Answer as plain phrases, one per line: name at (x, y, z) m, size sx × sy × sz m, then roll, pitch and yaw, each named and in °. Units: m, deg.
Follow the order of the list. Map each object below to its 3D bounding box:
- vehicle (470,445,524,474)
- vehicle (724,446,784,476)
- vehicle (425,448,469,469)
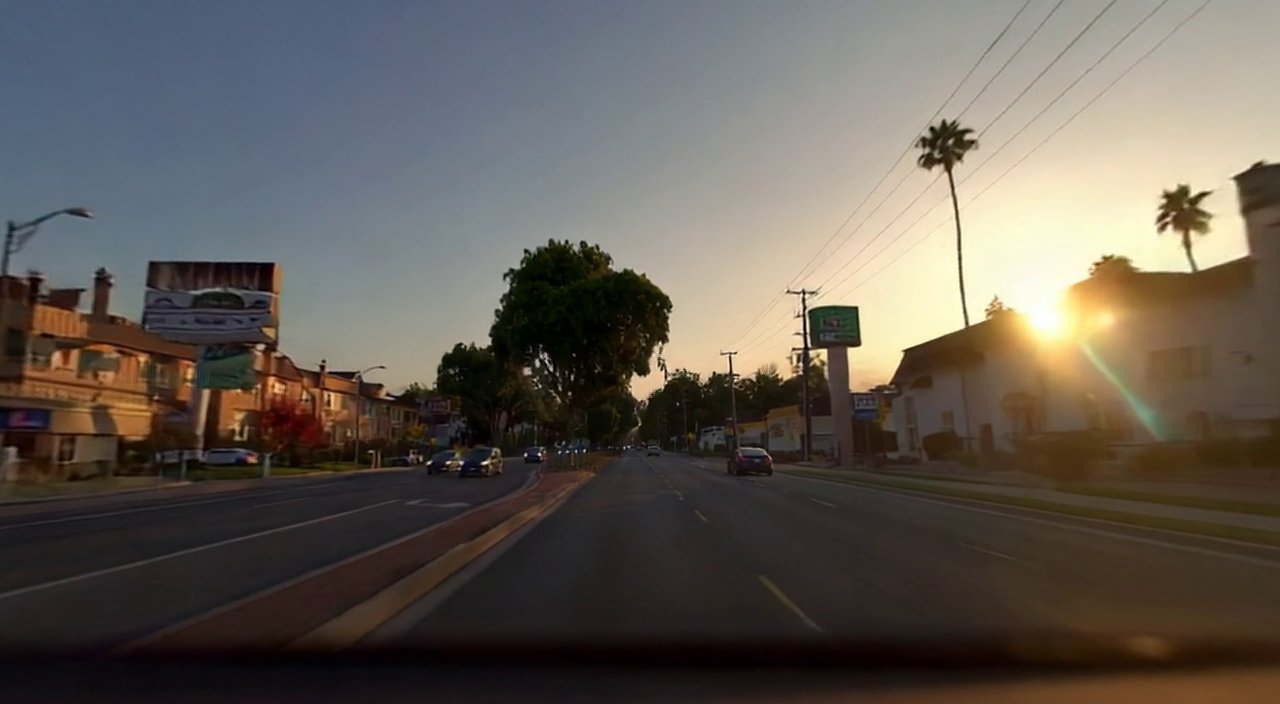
vehicle at (-8.006, 6.063, 35.880) m, size 1.946 × 1.471 × 4.587 m, roll 0°, pitch -9°, yaw 1°
vehicle at (5.920, 5.709, 33.373) m, size 2.261 × 1.479 × 4.403 m, roll 0°, pitch -9°, yaw -2°
vehicle at (-14.954, 8.232, 49.138) m, size 1.882 × 1.491 × 4.504 m, roll -1°, pitch -9°, yaw 2°
